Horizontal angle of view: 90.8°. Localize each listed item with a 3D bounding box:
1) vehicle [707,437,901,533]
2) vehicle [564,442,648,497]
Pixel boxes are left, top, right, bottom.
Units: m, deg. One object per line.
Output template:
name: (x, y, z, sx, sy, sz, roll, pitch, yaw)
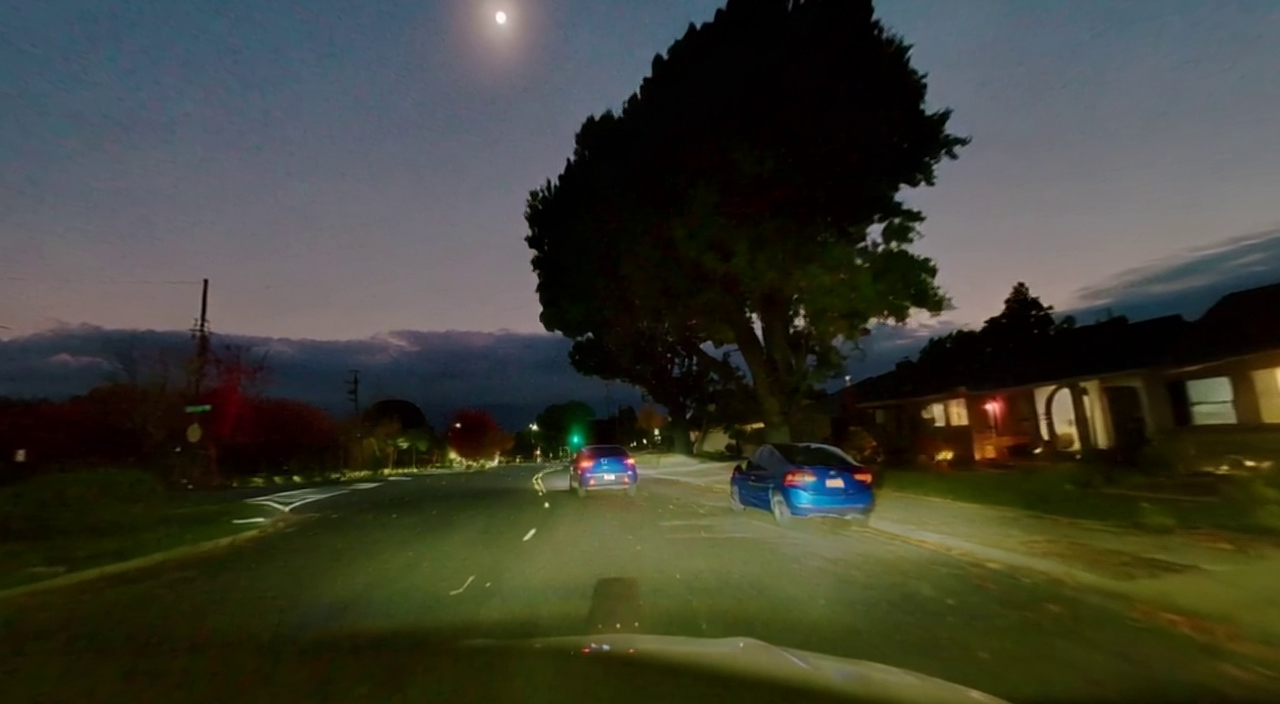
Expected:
vehicle: (2.813, 2.413, 12.136, 2.089, 1.462, 4.529, 1, -9, -6)
vehicle: (-1.177, 3.527, 19.383, 2.192, 1.474, 4.192, 1, -9, -8)
